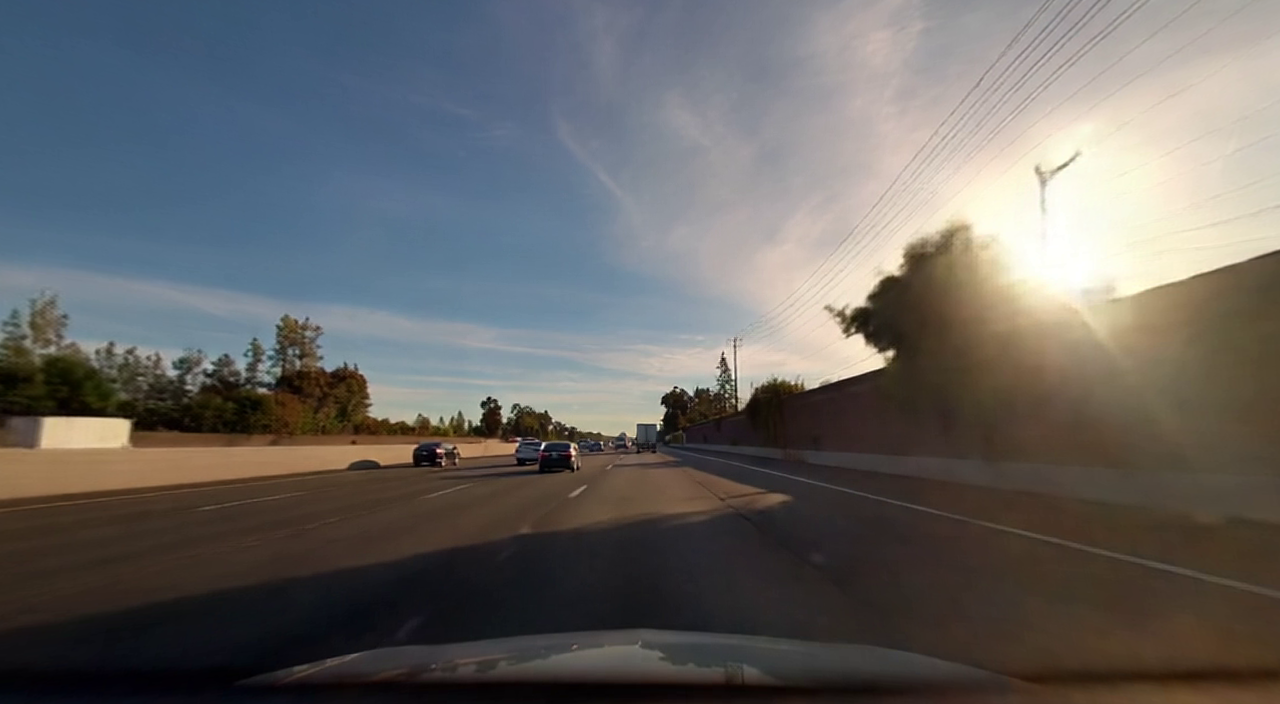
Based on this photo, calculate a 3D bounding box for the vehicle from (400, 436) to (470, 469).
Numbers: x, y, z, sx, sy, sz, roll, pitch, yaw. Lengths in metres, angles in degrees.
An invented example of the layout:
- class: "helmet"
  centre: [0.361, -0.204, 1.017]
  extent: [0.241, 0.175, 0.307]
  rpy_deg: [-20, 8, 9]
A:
- class: "vehicle"
  centre: [-10.793, 5.317, 33.531]
  extent: [2.058, 1.621, 4.739]
  rpy_deg: [0, -9, 1]

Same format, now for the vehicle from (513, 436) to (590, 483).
- class: "vehicle"
  centre: [-3.123, 3.938, 23.388]
  extent: [2.045, 1.532, 4.954]
  rpy_deg: [0, -9, 1]

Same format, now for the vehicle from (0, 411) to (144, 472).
- class: "vehicle"
  centre: [-44.379, 6.522, 45.583]
  extent: [2.912, 4.085, 16.607]
  rpy_deg: [0, -9, 2]
